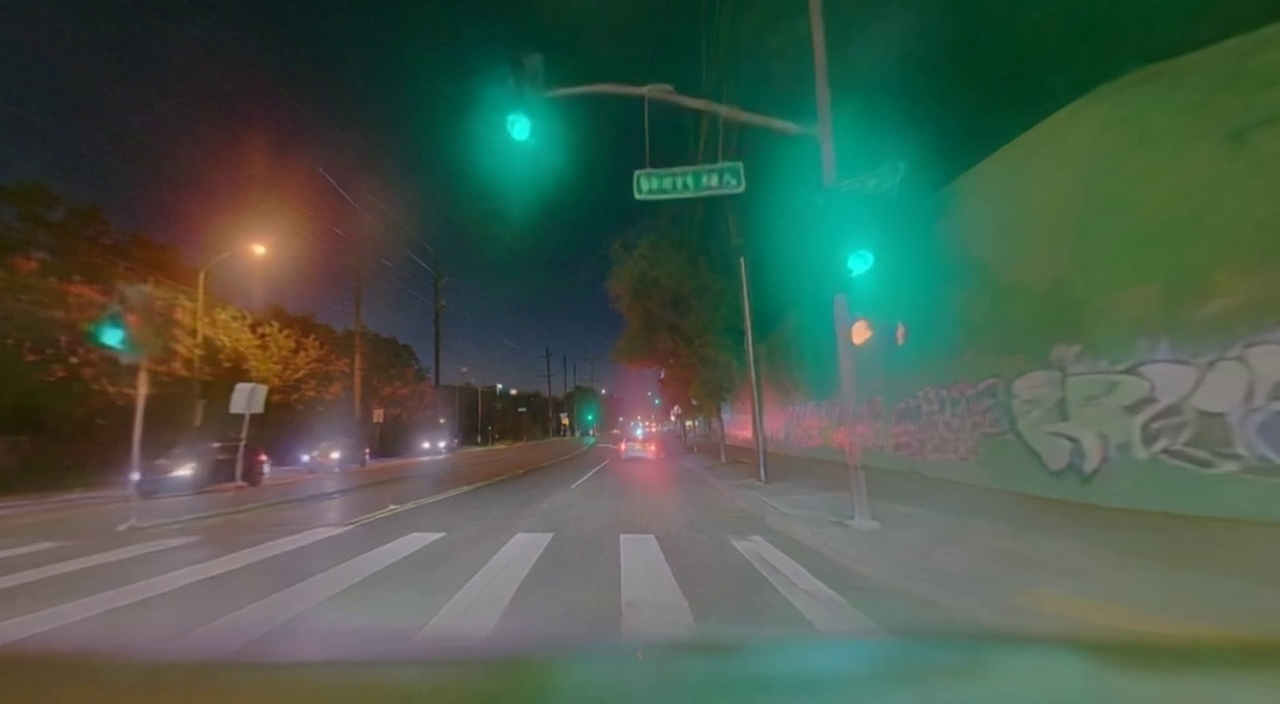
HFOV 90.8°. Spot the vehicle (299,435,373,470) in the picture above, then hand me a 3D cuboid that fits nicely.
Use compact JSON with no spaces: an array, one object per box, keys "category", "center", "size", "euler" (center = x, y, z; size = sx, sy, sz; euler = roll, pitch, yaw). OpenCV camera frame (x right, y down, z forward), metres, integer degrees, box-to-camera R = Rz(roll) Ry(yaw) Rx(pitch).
[{"category":"vehicle","center":[-15.839,5.242,33.173],"size":[1.841,1.658,3.953],"euler":[0,-8,1]}]

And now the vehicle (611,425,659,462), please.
[{"category":"vehicle","center":[-0.228,4.311,29.831],"size":[2.105,1.611,3.750],"euler":[0,-8,0]}]

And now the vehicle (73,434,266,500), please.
[{"category":"vehicle","center":[-12.867,3.129,17.726],"size":[1.992,1.585,4.375],"euler":[0,-8,1]}]
